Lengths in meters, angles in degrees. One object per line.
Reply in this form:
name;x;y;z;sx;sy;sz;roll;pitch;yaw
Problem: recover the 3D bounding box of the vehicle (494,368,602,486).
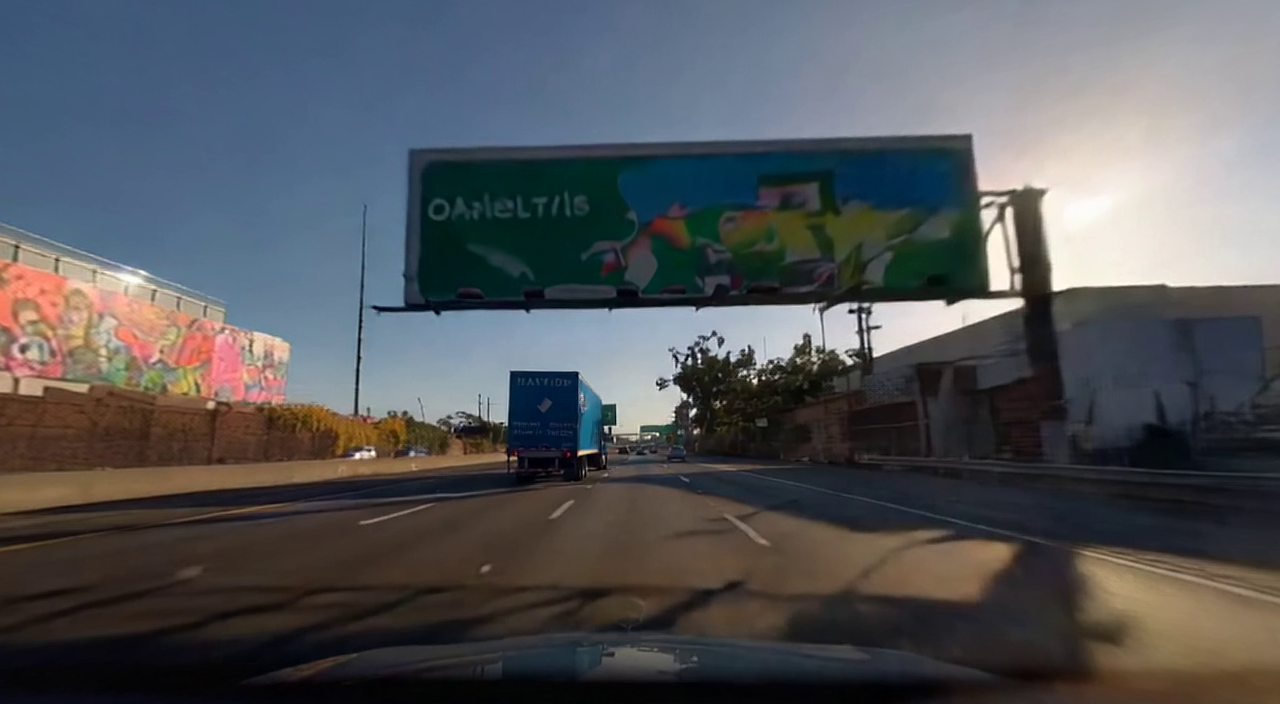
vehicle;-3.432;3.126;26.208;2.977;4.048;8.890;0;-7;1
